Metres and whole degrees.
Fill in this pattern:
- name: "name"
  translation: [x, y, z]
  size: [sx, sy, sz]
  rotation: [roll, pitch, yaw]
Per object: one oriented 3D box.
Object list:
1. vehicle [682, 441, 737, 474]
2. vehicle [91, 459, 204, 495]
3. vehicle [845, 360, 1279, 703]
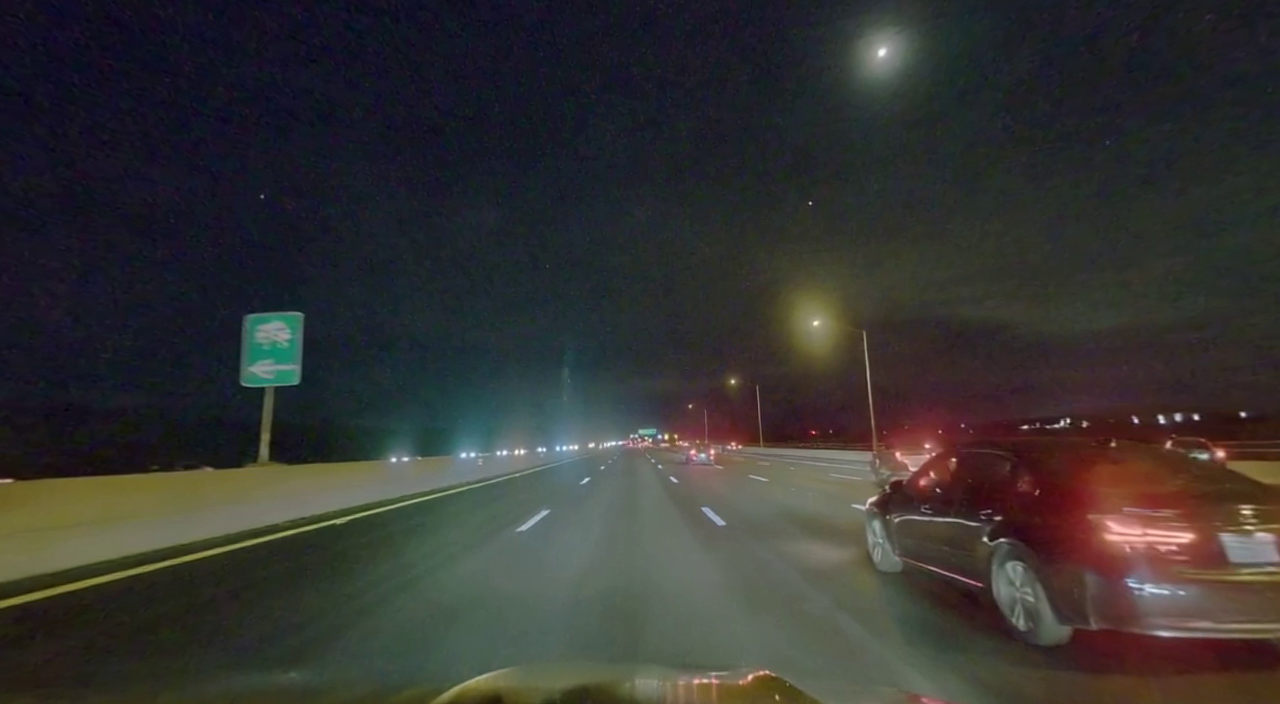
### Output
- name: "vehicle"
  translation: [3.212, 4.994, 30.124]
  size: [2.038, 1.477, 4.313]
  rotation: [0, -8, -1]
- name: "vehicle"
  translation: [-22.006, 5.573, 28.450]
  size: [1.857, 1.392, 4.044]
  rotation: [0, -9, -1]
- name: "vehicle"
  translation: [3.294, 1.163, 4.648]
  size: [1.977, 1.601, 4.598]
  rotation: [0, -8, -1]
